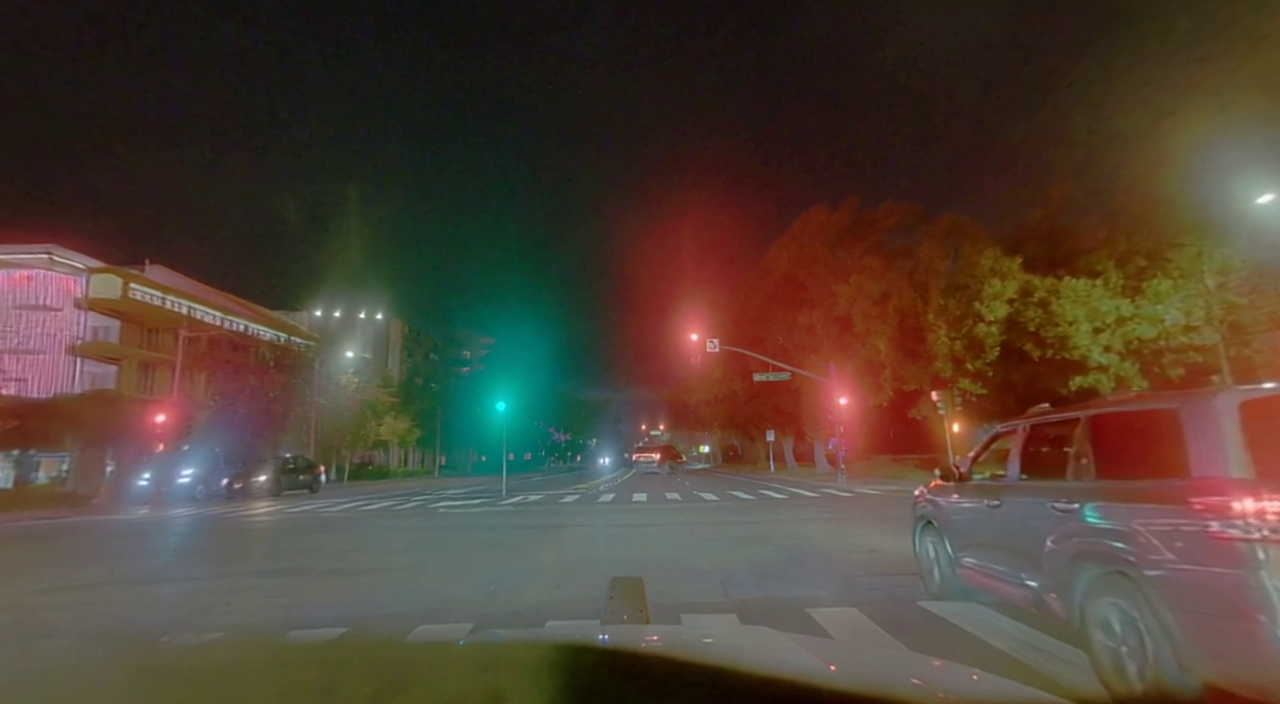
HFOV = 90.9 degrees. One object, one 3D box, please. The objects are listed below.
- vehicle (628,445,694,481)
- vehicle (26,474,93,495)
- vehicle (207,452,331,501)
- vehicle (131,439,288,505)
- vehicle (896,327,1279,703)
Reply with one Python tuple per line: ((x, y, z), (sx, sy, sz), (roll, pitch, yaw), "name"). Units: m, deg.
((1.143, 5.526, 31.753), (2.153, 1.658, 4.569), (-3, -9, 18), "vehicle")
((-44.586, 10.153, 48.443), (3.497, 1.415, 1.569), (-1, -8, -1), "vehicle")
((-14.967, 4.999, 25.810), (2.169, 1.753, 4.640), (0, -8, 1), "vehicle")
((-18.734, 5.183, 27.959), (2.557, 2.580, 5.856), (-1, -8, 3), "vehicle")
((3.606, 1.023, 3.905), (2.301, 1.767, 4.289), (0, -8, 1), "vehicle")
